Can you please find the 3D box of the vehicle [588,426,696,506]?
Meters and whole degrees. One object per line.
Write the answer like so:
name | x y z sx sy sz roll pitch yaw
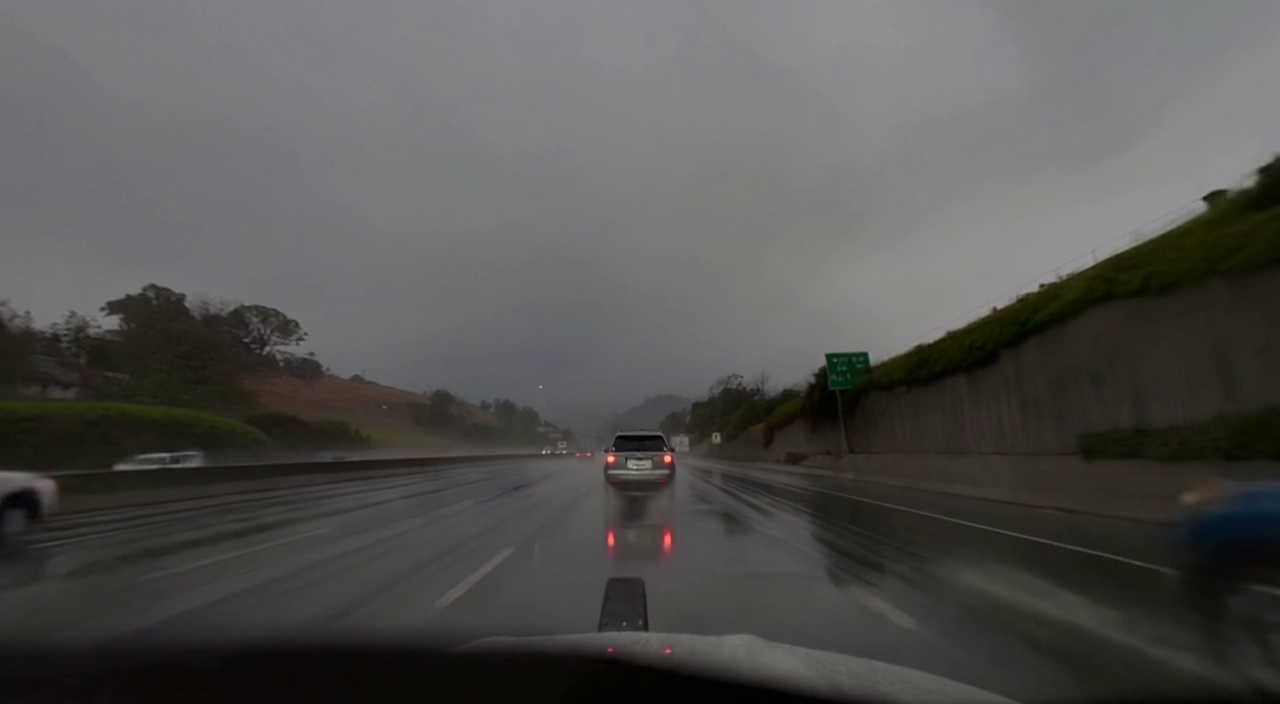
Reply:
vehicle | 0.062 2.925 16.561 2.447 1.804 4.273 0 -9 1

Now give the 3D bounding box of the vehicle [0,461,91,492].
vehicle | -32.041 6.568 33.521 1.766 1.428 4.355 0 -9 0

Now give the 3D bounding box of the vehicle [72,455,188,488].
vehicle | -24.584 5.730 30.617 2.093 1.419 4.204 0 -9 1

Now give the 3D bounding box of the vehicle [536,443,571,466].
vehicle | -6.746 8.052 49.599 2.024 1.706 4.462 0 -9 1
